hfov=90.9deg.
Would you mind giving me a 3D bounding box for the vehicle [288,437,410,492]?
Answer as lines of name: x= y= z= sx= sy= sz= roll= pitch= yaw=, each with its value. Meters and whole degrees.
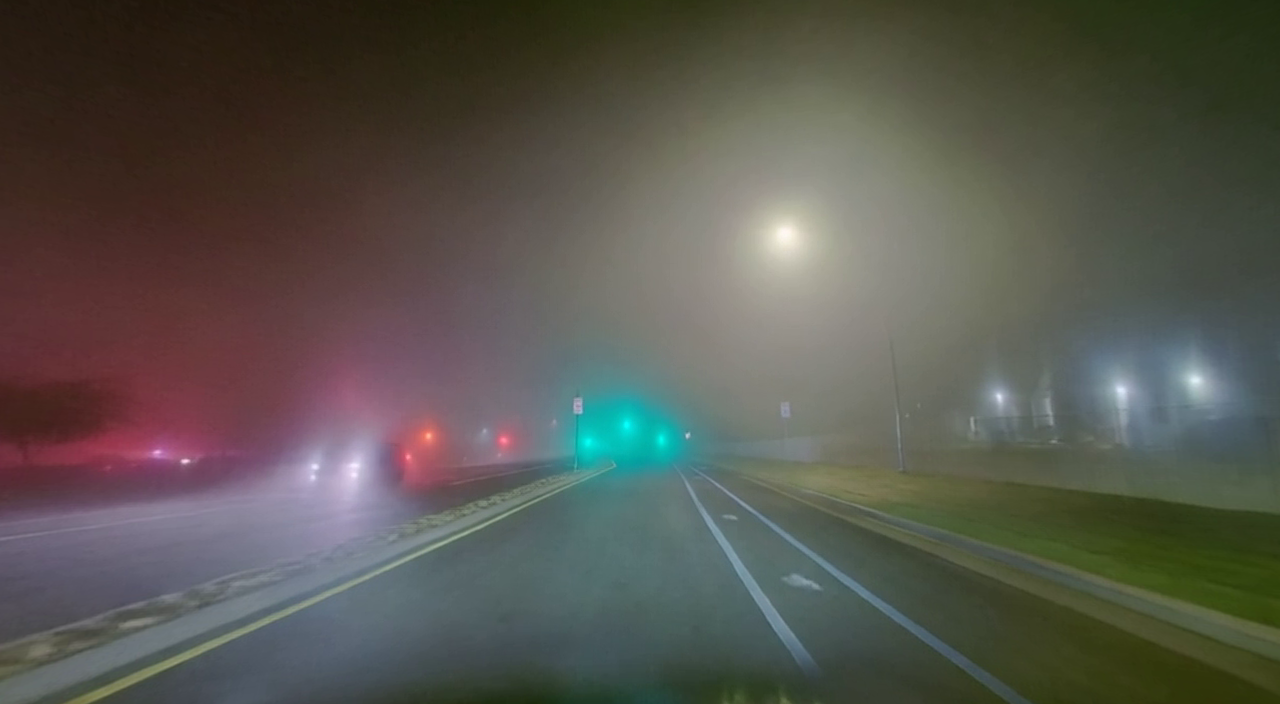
vehicle: x=-11.129 y=4.315 z=24.632 sx=2.336 sy=1.905 sz=4.908 roll=0 pitch=-8 yaw=1
